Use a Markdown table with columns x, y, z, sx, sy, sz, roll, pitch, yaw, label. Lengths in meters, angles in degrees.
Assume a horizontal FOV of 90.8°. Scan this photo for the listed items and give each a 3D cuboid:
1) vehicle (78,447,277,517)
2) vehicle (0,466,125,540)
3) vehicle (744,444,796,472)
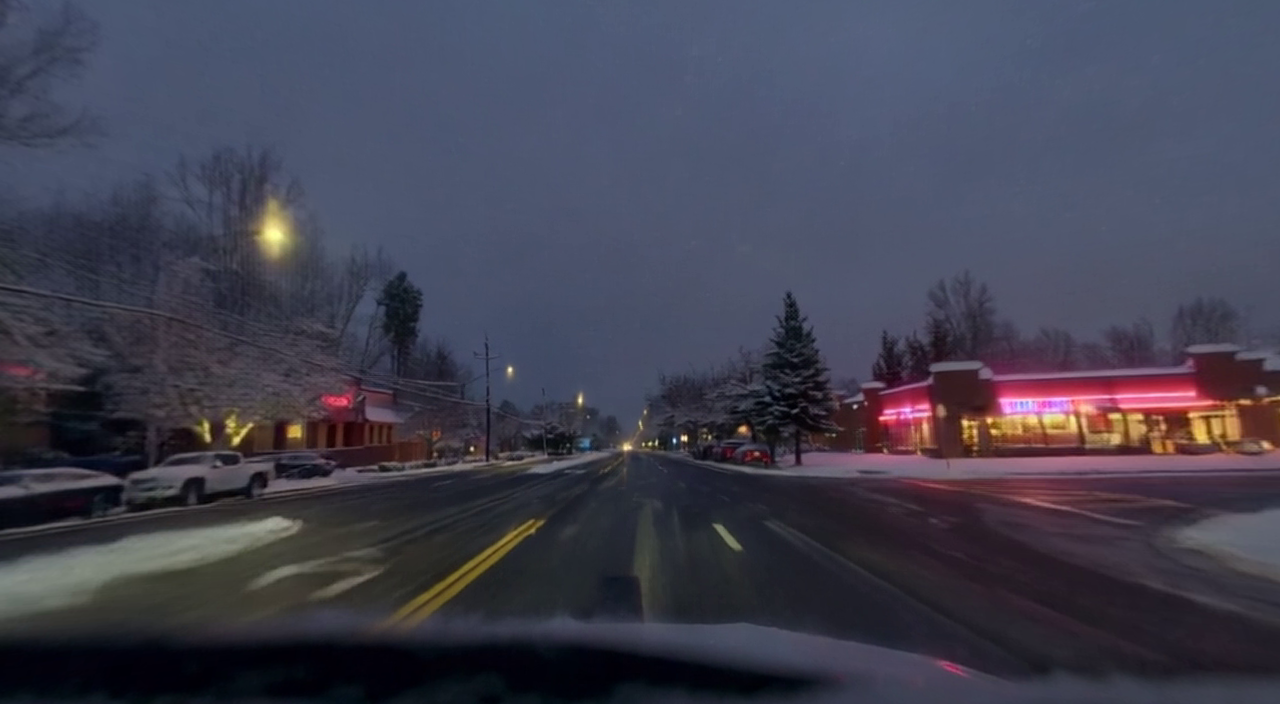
| x | y | z | sx | sy | sz | roll | pitch | yaw | label |
| --- | --- | --- | --- | --- | --- | --- | --- | --- | --- |
| -14.724 | 4.123 | 20.759 | 2.164 | 1.933 | 5.804 | 0 | -9 | 0 | vehicle |
| -14.798 | 3.447 | 14.485 | 2.106 | 1.479 | 4.541 | 0 | -9 | 1 | vehicle |
| 7.360 | 6.061 | 36.221 | 2.057 | 1.478 | 4.356 | 0 | -9 | 0 | vehicle |
